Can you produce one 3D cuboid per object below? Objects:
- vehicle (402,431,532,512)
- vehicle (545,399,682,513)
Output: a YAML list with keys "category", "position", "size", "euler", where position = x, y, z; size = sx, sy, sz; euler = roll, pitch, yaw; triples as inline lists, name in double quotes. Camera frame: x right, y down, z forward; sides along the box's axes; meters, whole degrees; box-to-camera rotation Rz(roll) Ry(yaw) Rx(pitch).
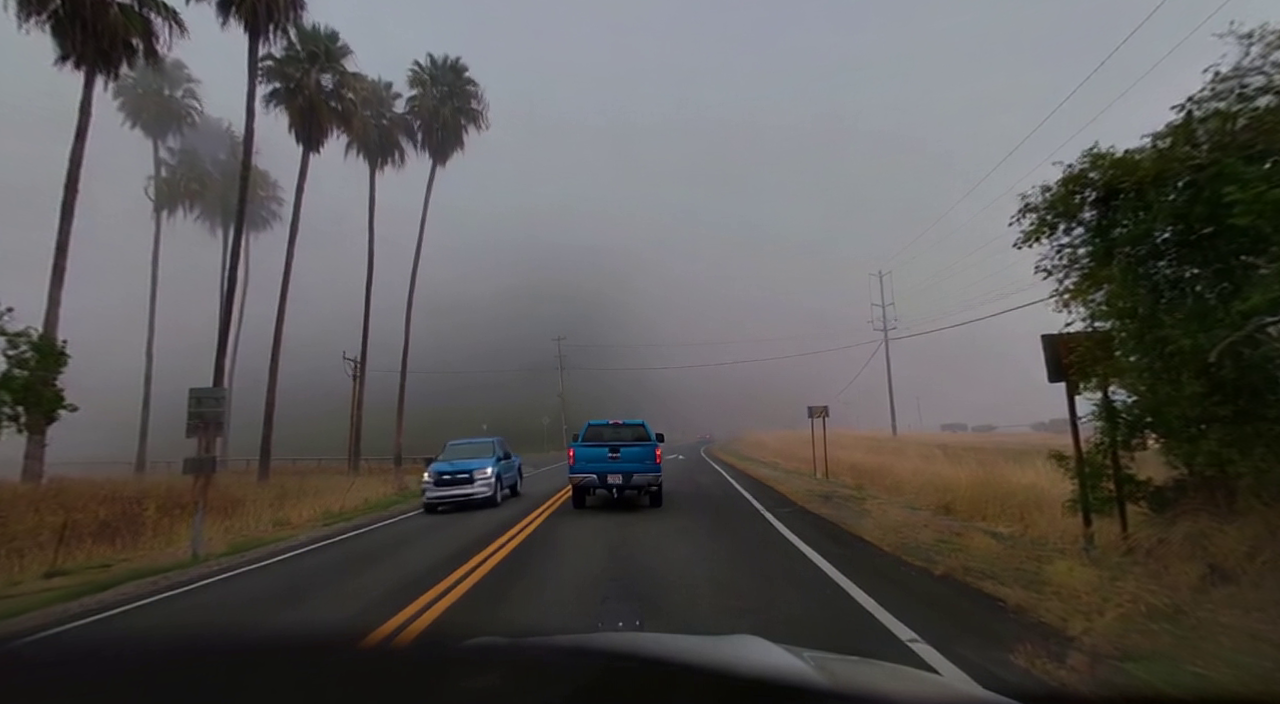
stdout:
- category: "vehicle"
  position: [-4.411, 3.127, 17.049]
  size: [2.128, 1.834, 4.877]
  euler: [0, -9, 0]
- category: "vehicle"
  position: [-0.571, 2.493, 15.475]
  size: [2.693, 2.223, 5.885]
  euler: [0, -9, -1]
